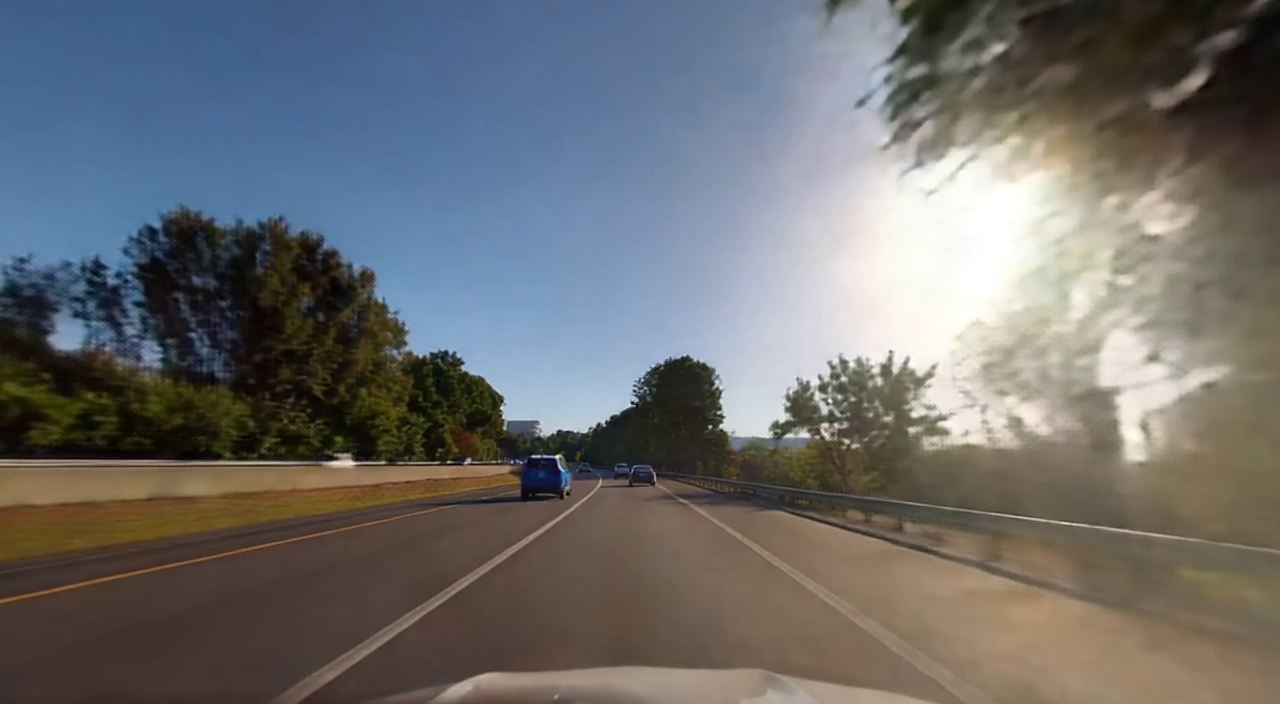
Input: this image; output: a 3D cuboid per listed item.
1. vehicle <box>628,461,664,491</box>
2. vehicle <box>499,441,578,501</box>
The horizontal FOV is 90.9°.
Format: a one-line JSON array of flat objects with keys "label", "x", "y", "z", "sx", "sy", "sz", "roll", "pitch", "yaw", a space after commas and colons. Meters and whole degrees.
[{"label": "vehicle", "x": 0.304, "y": 7.044, "z": 35.930, "sx": 1.905, "sy": 1.559, "sz": 3.491, "roll": 1, "pitch": -10, "yaw": -2}, {"label": "vehicle", "x": -3.901, "y": 4.717, "z": 25.163, "sx": 2.237, "sy": 2.113, "sz": 4.815, "roll": 0, "pitch": -10, "yaw": 1}]
